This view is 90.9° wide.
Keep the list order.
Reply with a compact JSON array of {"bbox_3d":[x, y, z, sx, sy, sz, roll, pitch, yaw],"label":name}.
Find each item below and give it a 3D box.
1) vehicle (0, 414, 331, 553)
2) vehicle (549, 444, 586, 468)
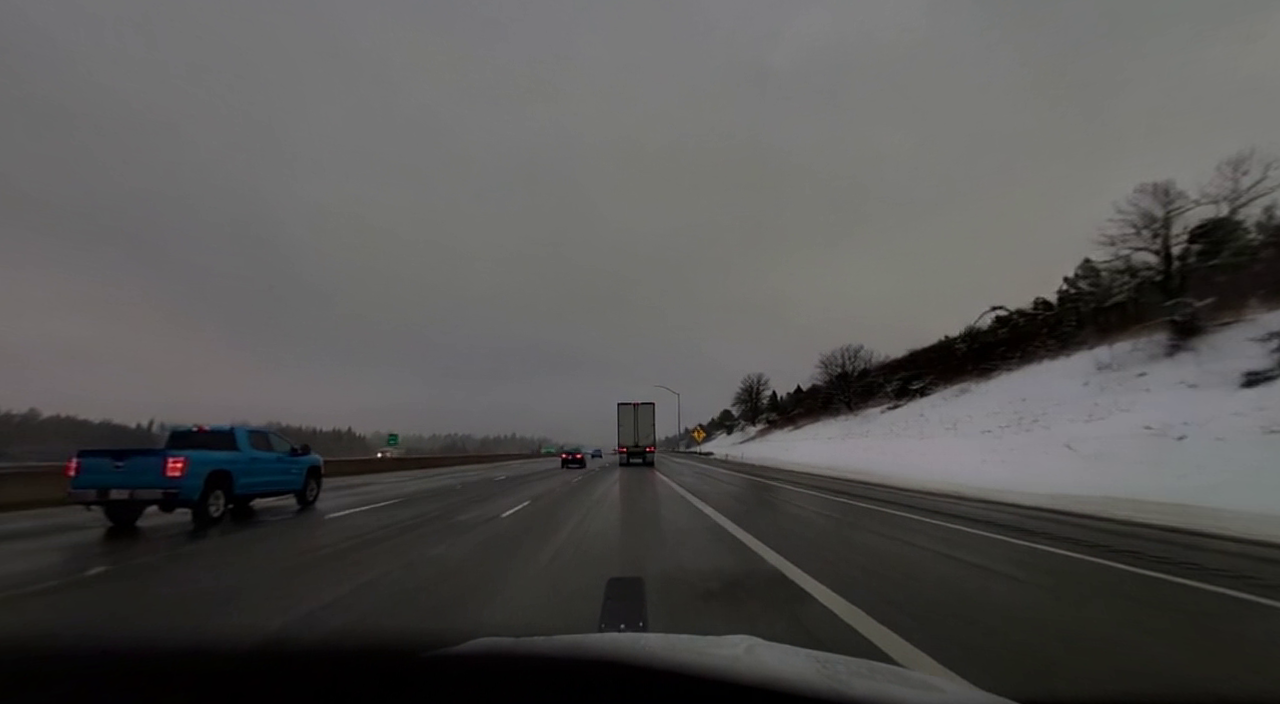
[{"bbox_3d":[-7.902,2.155,11.154,2.113,1.837,5.339,0,-9,0],"label":"vehicle"},{"bbox_3d":[-4.855,7.017,42.732,1.983,1.508,4.060,0,-9,0],"label":"vehicle"}]
